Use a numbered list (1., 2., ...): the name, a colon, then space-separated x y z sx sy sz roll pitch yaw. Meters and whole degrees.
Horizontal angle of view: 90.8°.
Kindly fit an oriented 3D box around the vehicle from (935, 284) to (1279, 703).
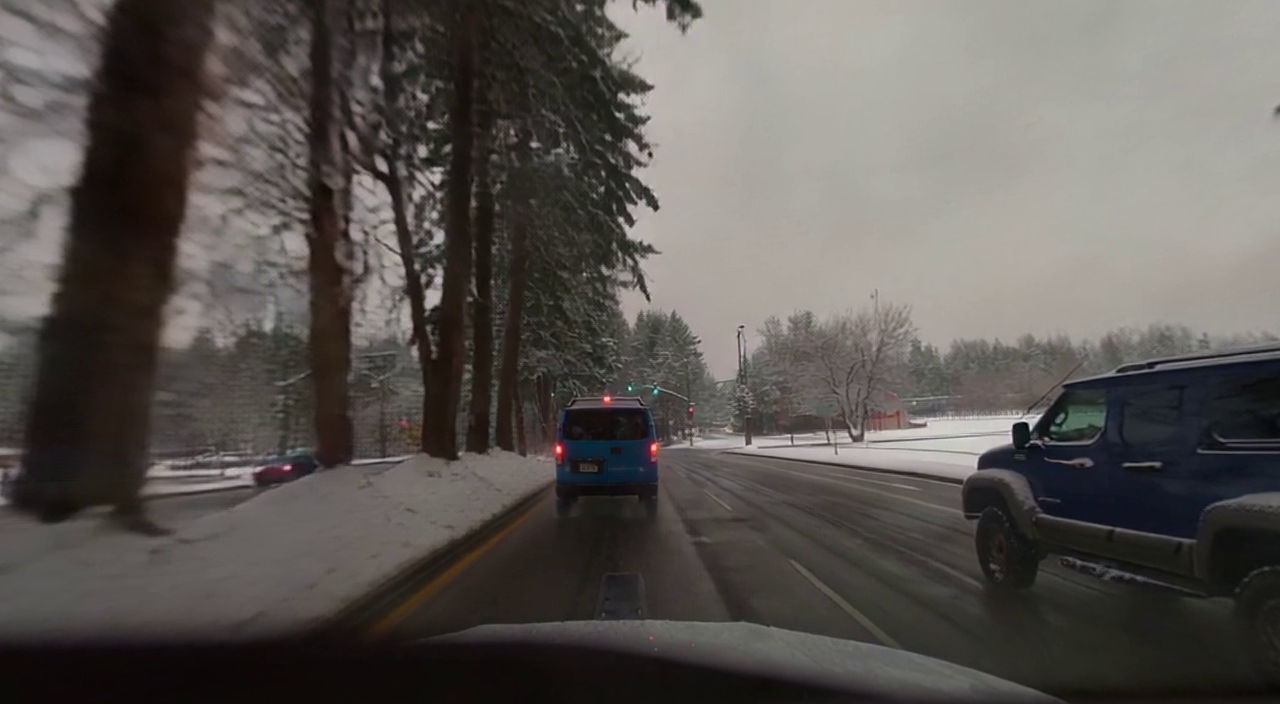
1. vehicle: 3.687 0.809 3.656 1.988 1.873 3.968 0 -9 0

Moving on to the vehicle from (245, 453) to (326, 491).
1. vehicle: -15.863 5.355 28.495 1.833 1.504 4.141 2 -9 -10

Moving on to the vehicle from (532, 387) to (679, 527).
1. vehicle: -0.461 1.855 11.480 2.145 2.046 4.309 0 -9 1
